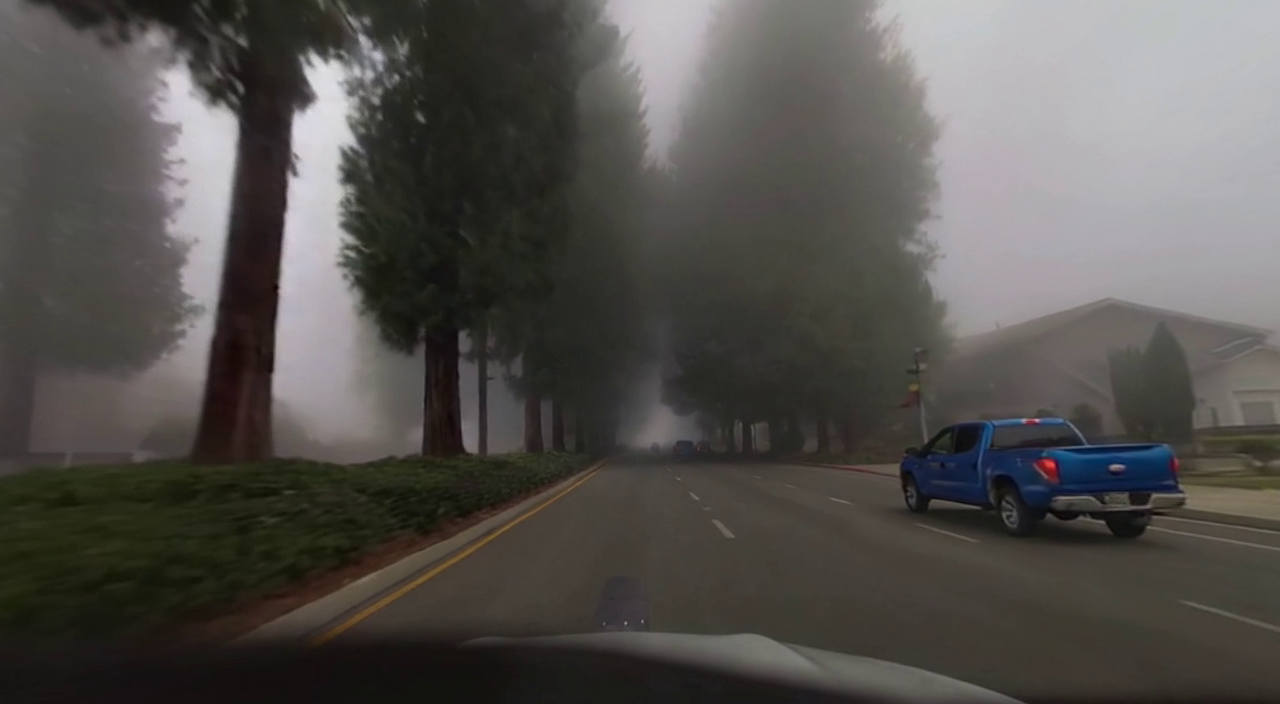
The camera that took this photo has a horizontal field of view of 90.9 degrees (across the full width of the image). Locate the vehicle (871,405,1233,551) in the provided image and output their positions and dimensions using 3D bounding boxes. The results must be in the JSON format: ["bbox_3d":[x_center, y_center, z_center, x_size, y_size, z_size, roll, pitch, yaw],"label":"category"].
[{"bbox_3d":[6.103,1.961,10.616,2.262,1.769,5.666,0,-8,0],"label":"vehicle"}]

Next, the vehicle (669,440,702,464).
[{"bbox_3d":[3.288,7.274,46.021,2.061,1.632,4.222,0,-8,0],"label":"vehicle"}]

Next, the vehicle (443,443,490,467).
[{"bbox_3d":[-12.882,7.691,47.157,2.076,1.710,4.563,0,-8,1],"label":"vehicle"}]
